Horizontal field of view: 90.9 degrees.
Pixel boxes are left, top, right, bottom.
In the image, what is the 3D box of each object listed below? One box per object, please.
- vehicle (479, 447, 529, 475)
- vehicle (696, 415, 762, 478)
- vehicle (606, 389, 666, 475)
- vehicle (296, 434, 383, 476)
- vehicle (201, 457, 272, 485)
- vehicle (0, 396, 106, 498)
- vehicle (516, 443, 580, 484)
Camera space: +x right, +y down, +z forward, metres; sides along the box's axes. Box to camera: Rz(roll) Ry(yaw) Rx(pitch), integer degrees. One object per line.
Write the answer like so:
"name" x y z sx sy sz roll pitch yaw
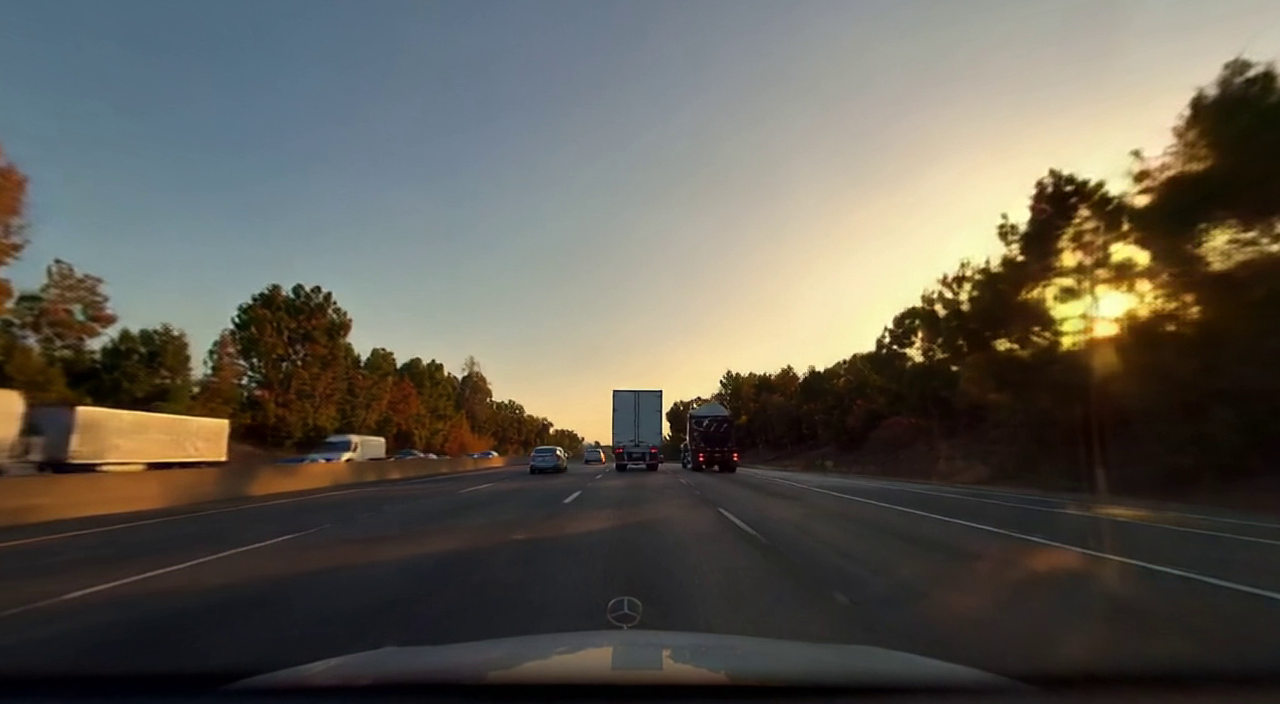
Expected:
"vehicle" -7.573 6.126 35.504 1.926 1.482 3.959 0 -9 1
"vehicle" 4.296 4.685 31.156 2.565 2.902 3.798 0 -9 -1
"vehicle" -0.293 4.763 36.155 2.875 4.056 12.312 0 -9 -1
"vehicle" -19.197 6.652 40.759 2.232 2.446 6.951 0 -9 0
"vehicle" -22.588 6.659 35.417 1.628 1.403 3.574 0 -9 -1
"vehicle" -26.513 3.960 26.143 2.982 3.939 6.283 0 -9 -1
"vehicle" -3.794 4.673 26.616 2.061 1.555 3.900 0 -9 0
